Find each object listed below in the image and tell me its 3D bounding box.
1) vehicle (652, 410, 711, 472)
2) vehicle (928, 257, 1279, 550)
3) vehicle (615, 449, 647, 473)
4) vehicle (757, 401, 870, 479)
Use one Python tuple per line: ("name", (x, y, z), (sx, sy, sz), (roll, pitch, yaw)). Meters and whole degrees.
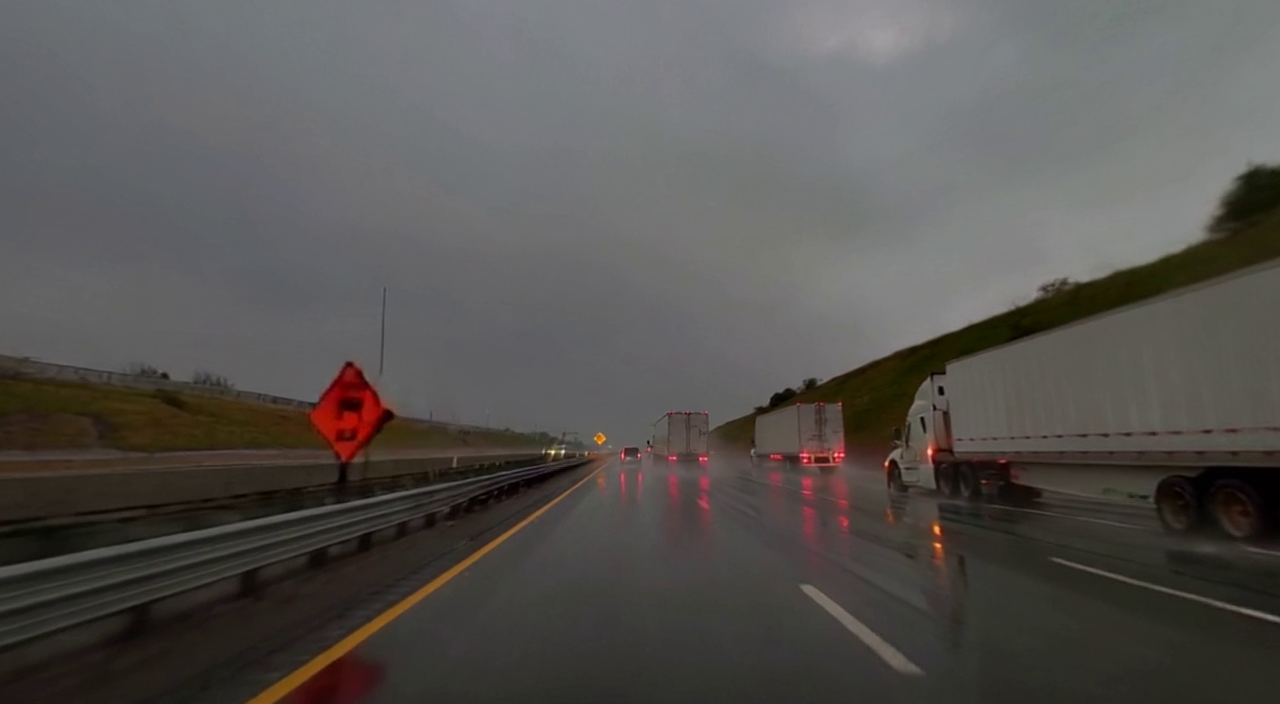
("vehicle", (2.768, 6.873, 47.836), (2.986, 3.916, 15.375), (0, -9, -2))
("vehicle", (10.607, 1.408, 13.299), (2.830, 4.100, 13.915), (0, -9, 1))
("vehicle", (-0.602, 6.950, 40.380), (1.927, 1.437, 3.794), (0, -9, -2))
("vehicle", (10.510, 5.770, 40.551), (2.854, 4.112, 14.088), (0, -9, -2))
